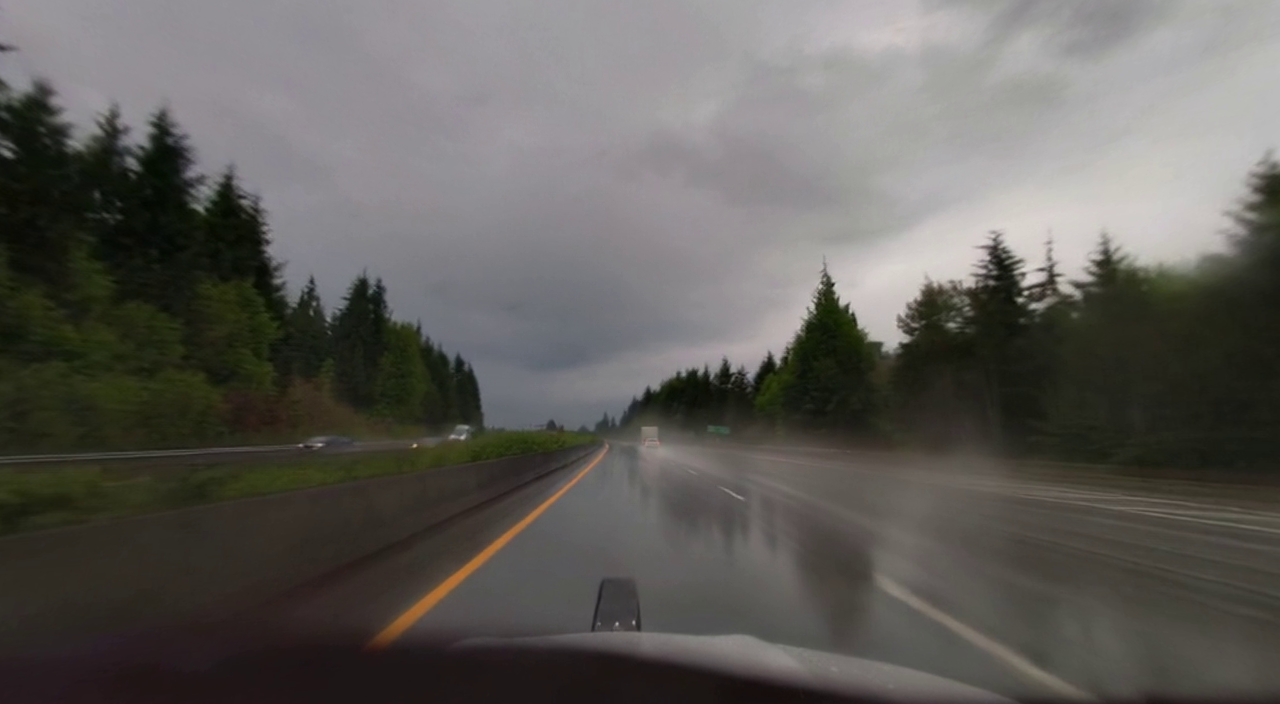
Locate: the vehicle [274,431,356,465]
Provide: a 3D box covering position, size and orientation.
[{"bbox_3d":[-16.765,4.961,32.780,1.982,1.617,4.393,0,-8,-1],"label":"vehicle"}]

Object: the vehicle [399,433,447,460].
[{"bbox_3d":[-13.288,5.800,38.805,1.781,1.557,3.545,0,-8,-1],"label":"vehicle"}]
